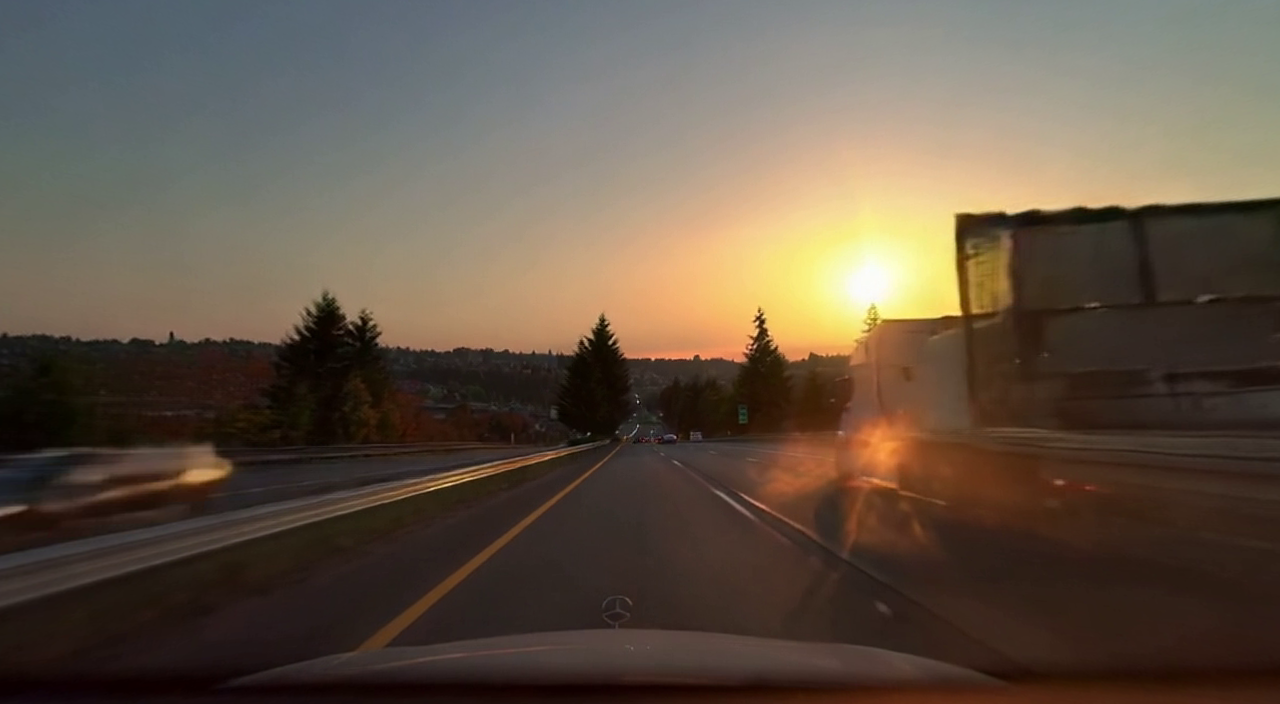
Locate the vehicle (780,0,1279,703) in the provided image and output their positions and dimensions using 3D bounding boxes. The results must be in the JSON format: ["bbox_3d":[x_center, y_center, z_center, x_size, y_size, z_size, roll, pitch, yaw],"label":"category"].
[{"bbox_3d":[3.656,-0.377,2.342,2.954,3.995,13.335,0,-8,-1],"label":"vehicle"}]

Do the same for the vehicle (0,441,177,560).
[{"bbox_3d":[-9.030,1.974,8.680,2.106,1.457,4.262,0,-8,-1],"label":"vehicle"}]
